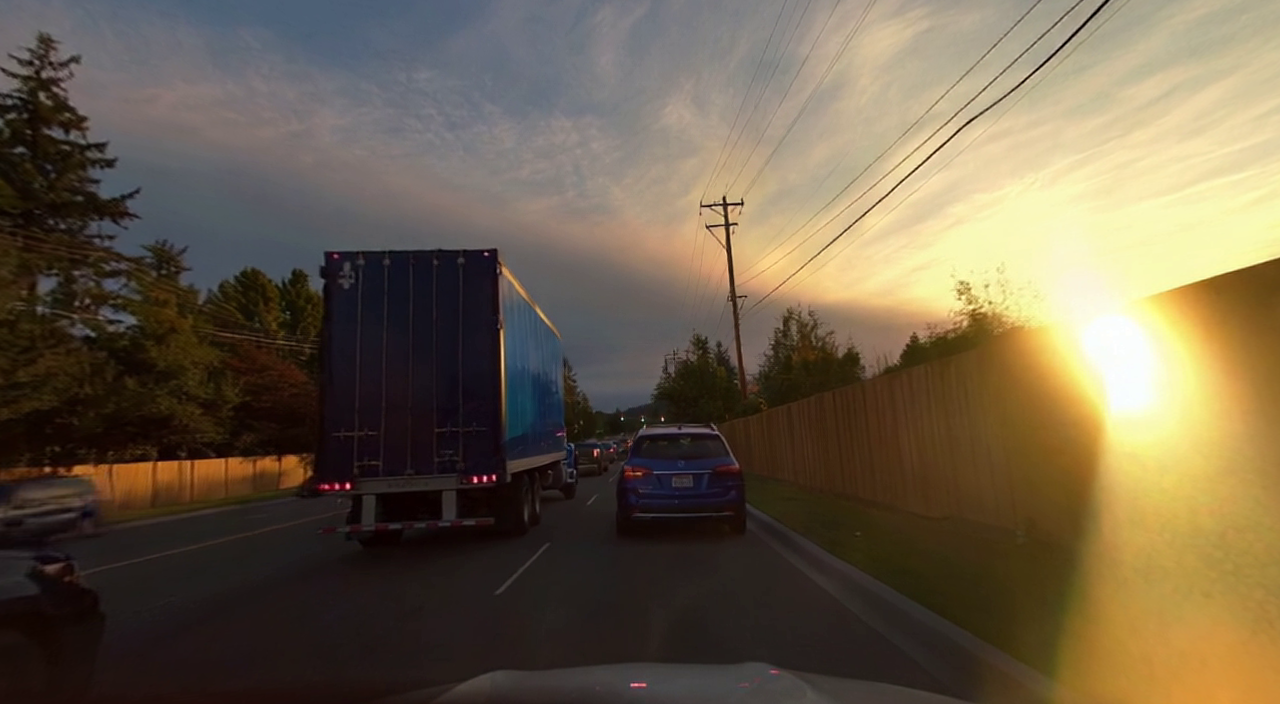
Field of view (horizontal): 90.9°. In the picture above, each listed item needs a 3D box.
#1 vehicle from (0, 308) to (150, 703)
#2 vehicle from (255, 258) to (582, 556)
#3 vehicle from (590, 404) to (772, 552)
[{"bbox_3d":[-3.129,0.525,0.293,2.093,1.832,4.508,0,-9,1],"label":"vehicle"},{"bbox_3d":[-3.065,1.285,12.193,2.928,3.658,8.980,0,-9,1],"label":"vehicle"},{"bbox_3d":[0.474,1.817,9.672,2.174,1.749,4.113,0,-9,0],"label":"vehicle"}]
